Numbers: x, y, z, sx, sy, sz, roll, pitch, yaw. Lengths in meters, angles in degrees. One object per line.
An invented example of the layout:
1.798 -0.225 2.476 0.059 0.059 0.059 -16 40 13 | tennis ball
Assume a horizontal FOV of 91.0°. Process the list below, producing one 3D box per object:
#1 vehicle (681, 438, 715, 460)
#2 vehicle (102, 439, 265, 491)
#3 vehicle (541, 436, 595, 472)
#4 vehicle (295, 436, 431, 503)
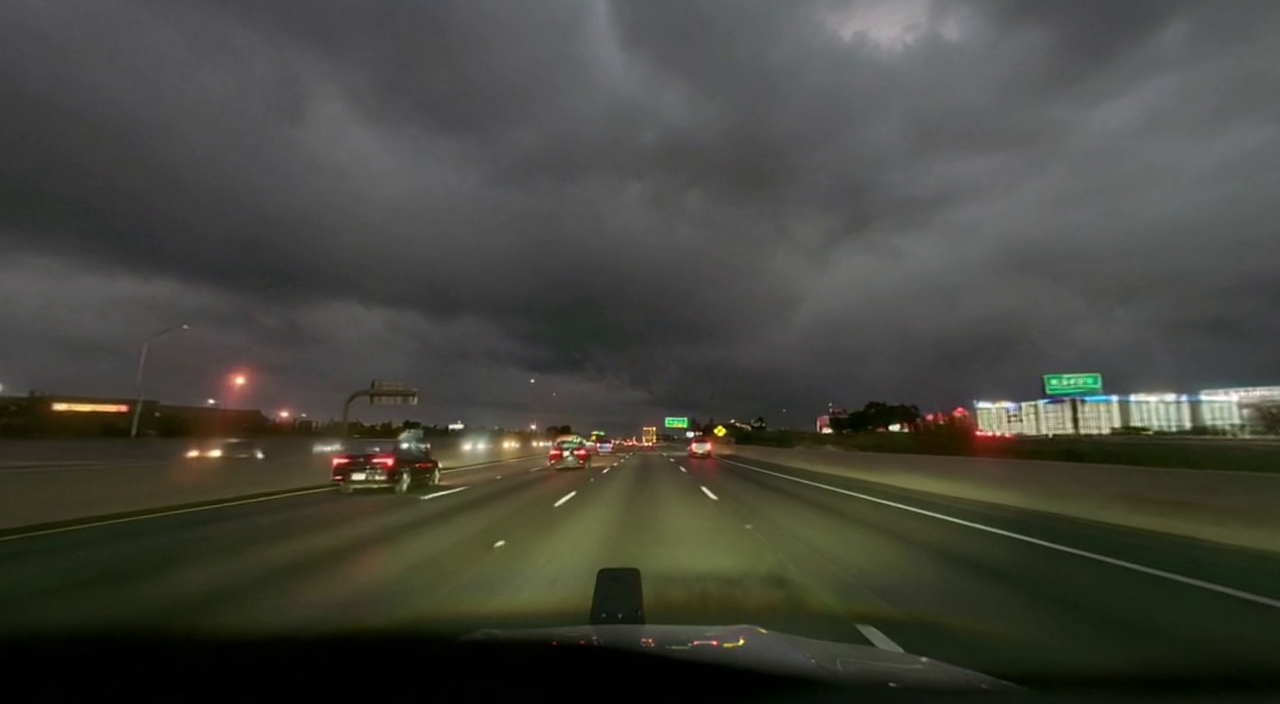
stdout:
4.254 7.252 46.903 2.135 1.532 4.506 0 -9 0 | vehicle
-15.445 3.832 21.729 1.928 1.549 4.799 0 -9 2 | vehicle
-3.341 4.856 30.114 2.001 1.577 4.055 0 -9 1 | vehicle
-7.058 3.017 16.514 1.865 1.518 3.620 0 -9 1 | vehicle
